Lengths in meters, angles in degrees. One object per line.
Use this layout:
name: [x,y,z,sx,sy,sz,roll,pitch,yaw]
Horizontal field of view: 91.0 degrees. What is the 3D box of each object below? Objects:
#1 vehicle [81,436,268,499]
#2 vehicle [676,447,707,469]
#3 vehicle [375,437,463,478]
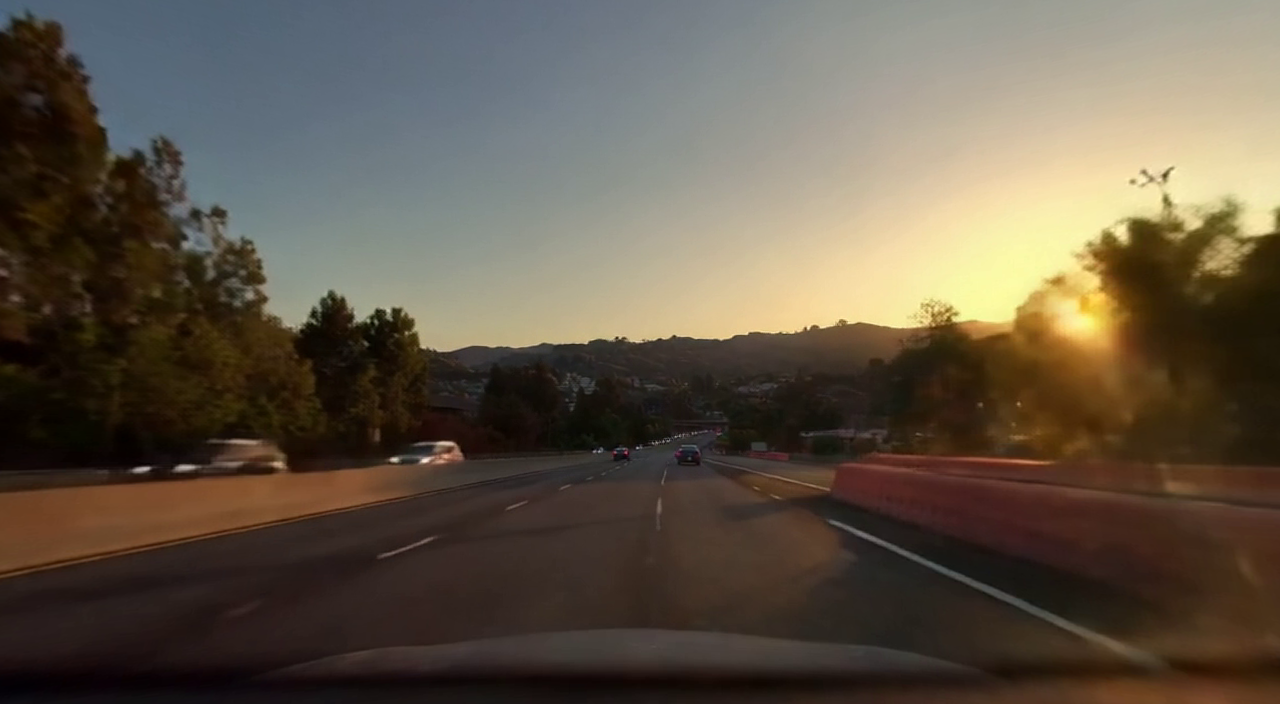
vehicle: [-14.349,3.578,19.924,1.966,1.742,4.926,0,-9,3]
vehicle: [3.706,7.739,46.192,1.974,1.557,4.479,0,-9,1]
vehicle: [-9.940,4.795,28.768,2.064,1.708,4.688,0,-9,3]
